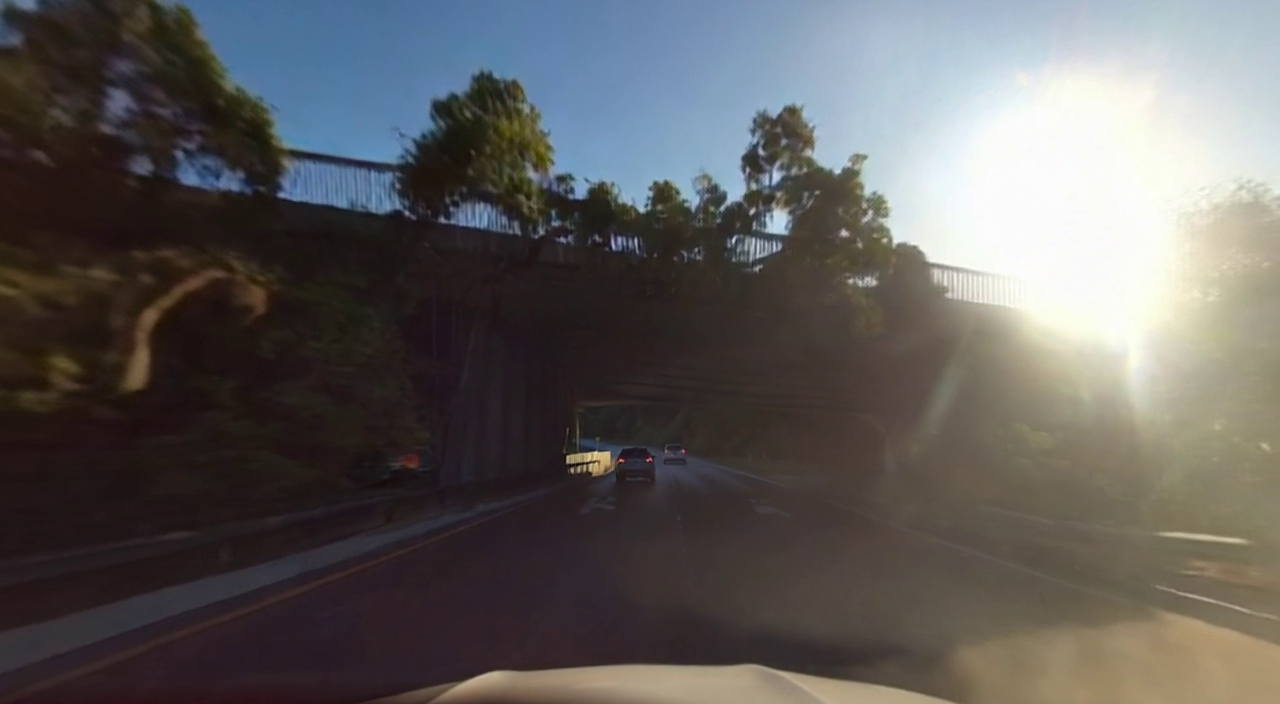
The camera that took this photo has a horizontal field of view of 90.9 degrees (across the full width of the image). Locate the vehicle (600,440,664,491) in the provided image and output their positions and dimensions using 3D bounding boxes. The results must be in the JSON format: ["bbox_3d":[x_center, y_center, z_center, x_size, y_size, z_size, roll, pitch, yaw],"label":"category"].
[{"bbox_3d":[-0.211,3.949,22.123,2.037,1.601,3.643,0,-9,1],"label":"vehicle"}]

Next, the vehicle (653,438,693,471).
[{"bbox_3d":[2.080,6.685,41.185,2.273,2.010,4.396,0,-9,-2],"label":"vehicle"}]
